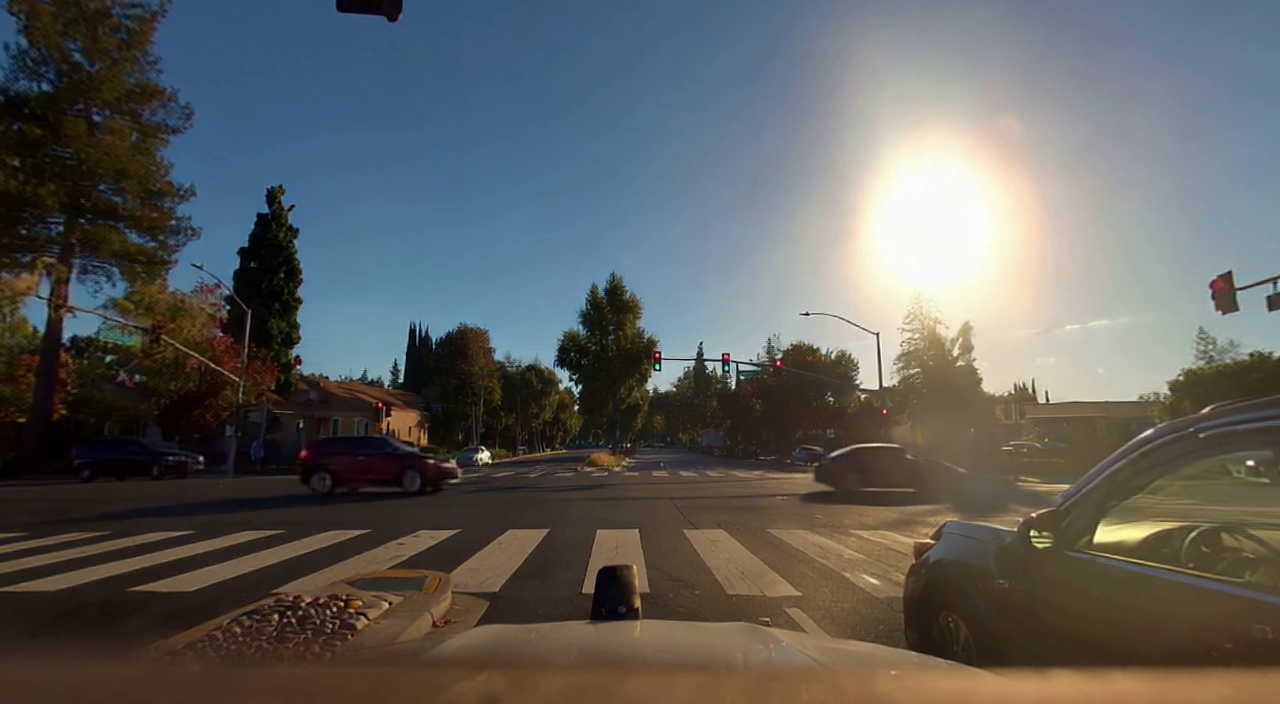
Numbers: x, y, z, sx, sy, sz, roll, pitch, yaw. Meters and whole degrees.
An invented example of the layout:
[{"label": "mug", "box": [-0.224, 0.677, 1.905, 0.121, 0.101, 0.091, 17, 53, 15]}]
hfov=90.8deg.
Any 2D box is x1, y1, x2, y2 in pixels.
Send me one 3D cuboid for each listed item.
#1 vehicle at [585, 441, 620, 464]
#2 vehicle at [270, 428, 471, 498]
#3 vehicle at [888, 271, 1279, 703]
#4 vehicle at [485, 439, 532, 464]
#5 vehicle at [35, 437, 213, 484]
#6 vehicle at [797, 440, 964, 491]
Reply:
[{"label": "vehicle", "box": [-2.459, 6.713, 42.266, 2.046, 1.491, 4.118, 0, -9, 1]}, {"label": "vehicle", "box": [-6.887, 2.884, 16.582, 4.332, 1.682, 2.025, 0, -8, -1]}, {"label": "vehicle", "box": [2.704, 0.714, 1.724, 2.085, 1.800, 4.908, 0, -9, 1]}, {"label": "vehicle", "box": [-8.989, 6.859, 43.640, 2.028, 1.654, 5.027, 0, -9, 1]}, {"label": "vehicle", "box": [-18.850, 3.978, 23.305, 4.532, 1.633, 2.130, 1, -9, -5]}, {"label": "vehicle", "box": [7.557, 3.598, 20.206, 4.537, 1.501, 1.950, 0, -8, 0]}]
